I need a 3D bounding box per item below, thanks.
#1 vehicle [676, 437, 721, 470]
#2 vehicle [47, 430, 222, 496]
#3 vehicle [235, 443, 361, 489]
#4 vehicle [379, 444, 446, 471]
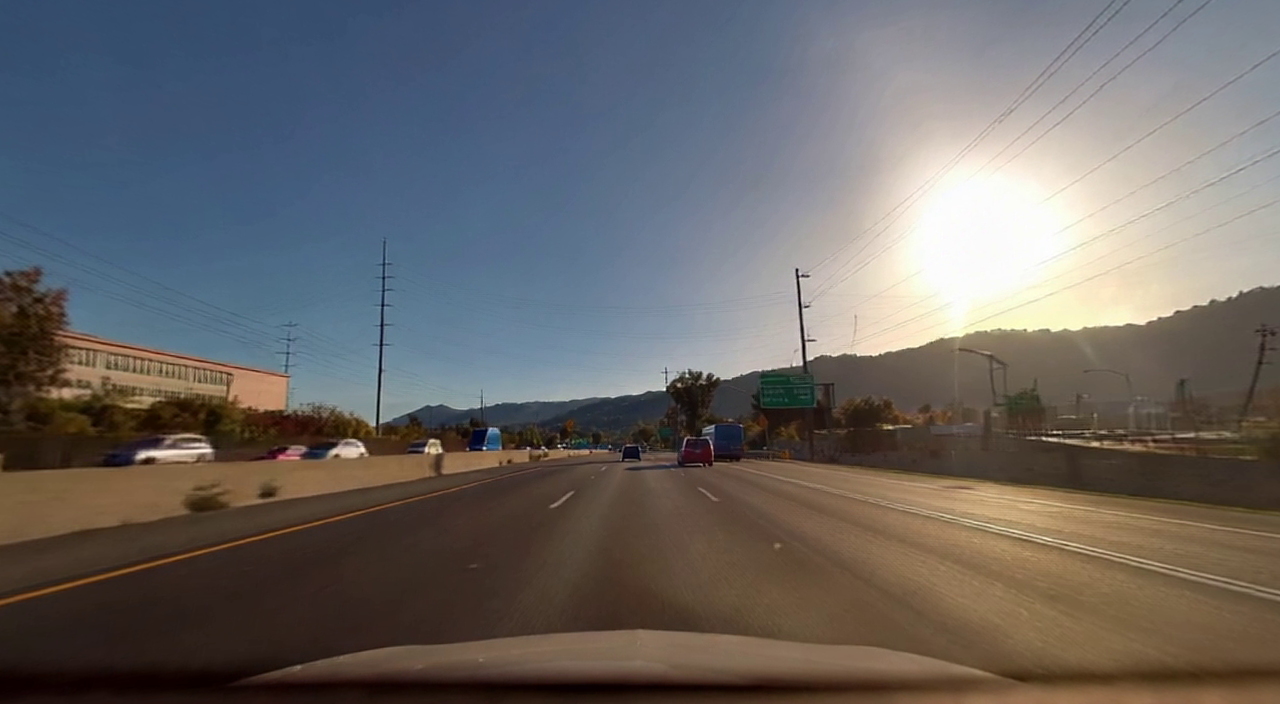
[{"bbox_3d":[3.393,6.018,37.474,2.036,1.796,4.470,0,-9,-2],"label":"vehicle"},{"bbox_3d":[-21.097,4.643,26.874,2.354,2.455,5.986,0,-9,1],"label":"vehicle"},{"bbox_3d":[-13.734,4.592,25.853,2.059,1.632,5.389,0,-9,1],"label":"vehicle"},{"bbox_3d":[-13.506,6.312,37.884,2.057,1.477,5.327,0,-9,0],"label":"vehicle"}]
